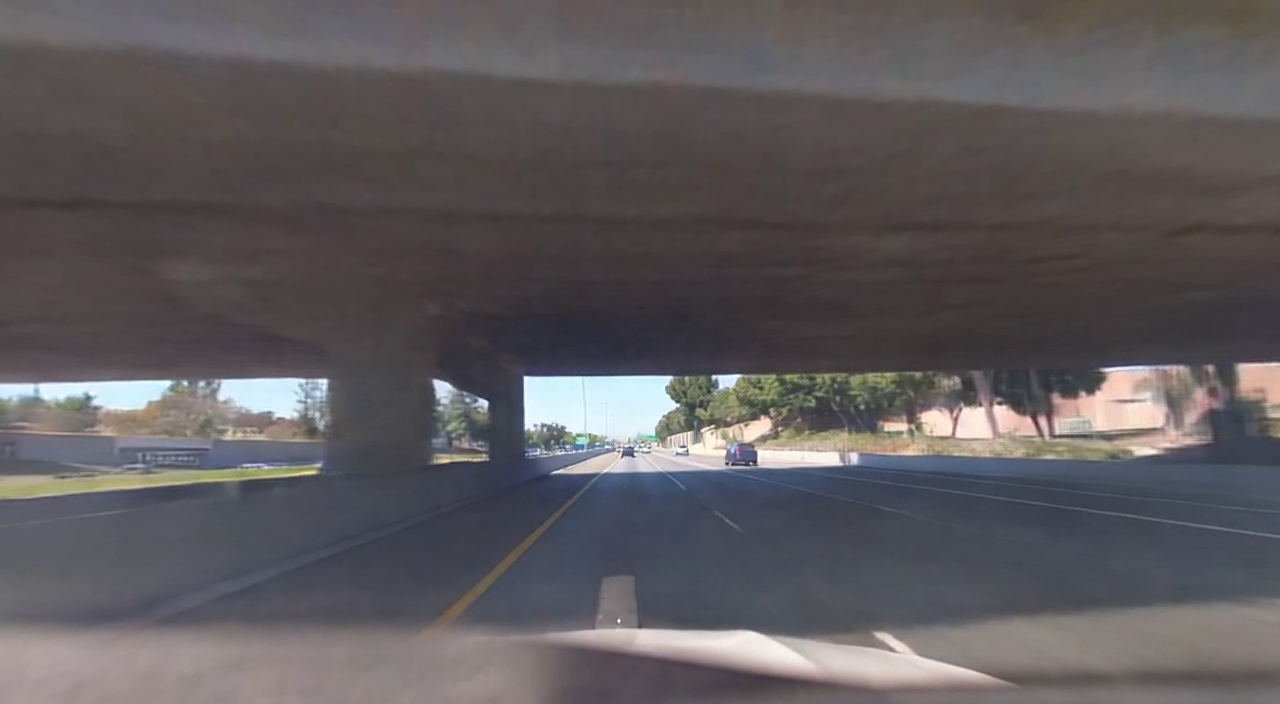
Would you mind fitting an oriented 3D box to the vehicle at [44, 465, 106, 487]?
[{"bbox_3d":[-41.499,9.116,46.523,1.574,1.349,3.499,-2,-8,-6],"label":"vehicle"}]

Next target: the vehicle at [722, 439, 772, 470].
[{"bbox_3d":[6.167,5.982,36.960,2.030,1.706,4.279,0,-9,-2],"label":"vehicle"}]
